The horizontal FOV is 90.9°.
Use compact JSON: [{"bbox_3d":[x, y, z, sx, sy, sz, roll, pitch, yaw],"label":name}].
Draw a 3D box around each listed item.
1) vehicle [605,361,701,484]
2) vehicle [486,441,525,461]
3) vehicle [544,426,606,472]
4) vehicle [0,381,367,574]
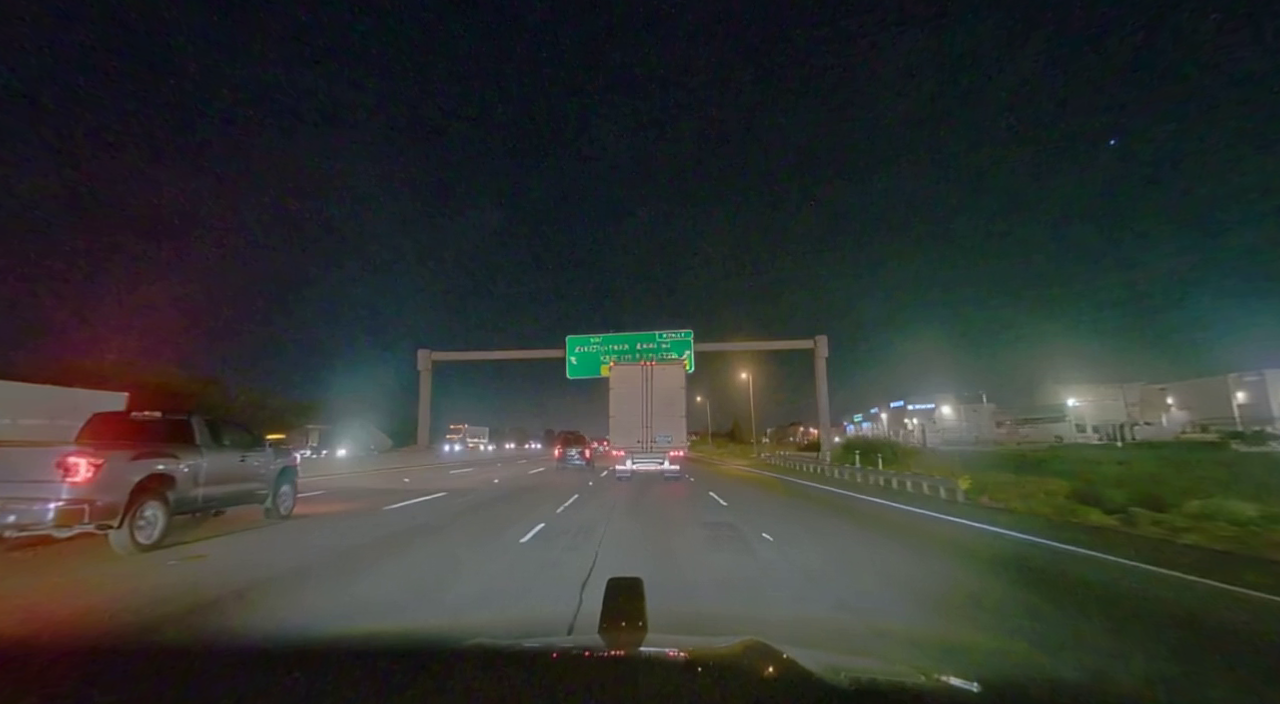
[{"bbox_3d":[0.399,2.915,24.531,2.941,3.794,9.851,0,-9,0],"label":"vehicle"},{"bbox_3d":[-10.404,7.718,49.078,1.909,1.482,4.582,0,-9,1],"label":"vehicle"},{"bbox_3d":[-3.137,4.881,31.909,2.379,2.075,6.169,0,-9,1],"label":"vehicle"},{"bbox_3d":[-6.739,1.735,9.542,2.479,1.978,5.952,0,-9,1],"label":"vehicle"}]
